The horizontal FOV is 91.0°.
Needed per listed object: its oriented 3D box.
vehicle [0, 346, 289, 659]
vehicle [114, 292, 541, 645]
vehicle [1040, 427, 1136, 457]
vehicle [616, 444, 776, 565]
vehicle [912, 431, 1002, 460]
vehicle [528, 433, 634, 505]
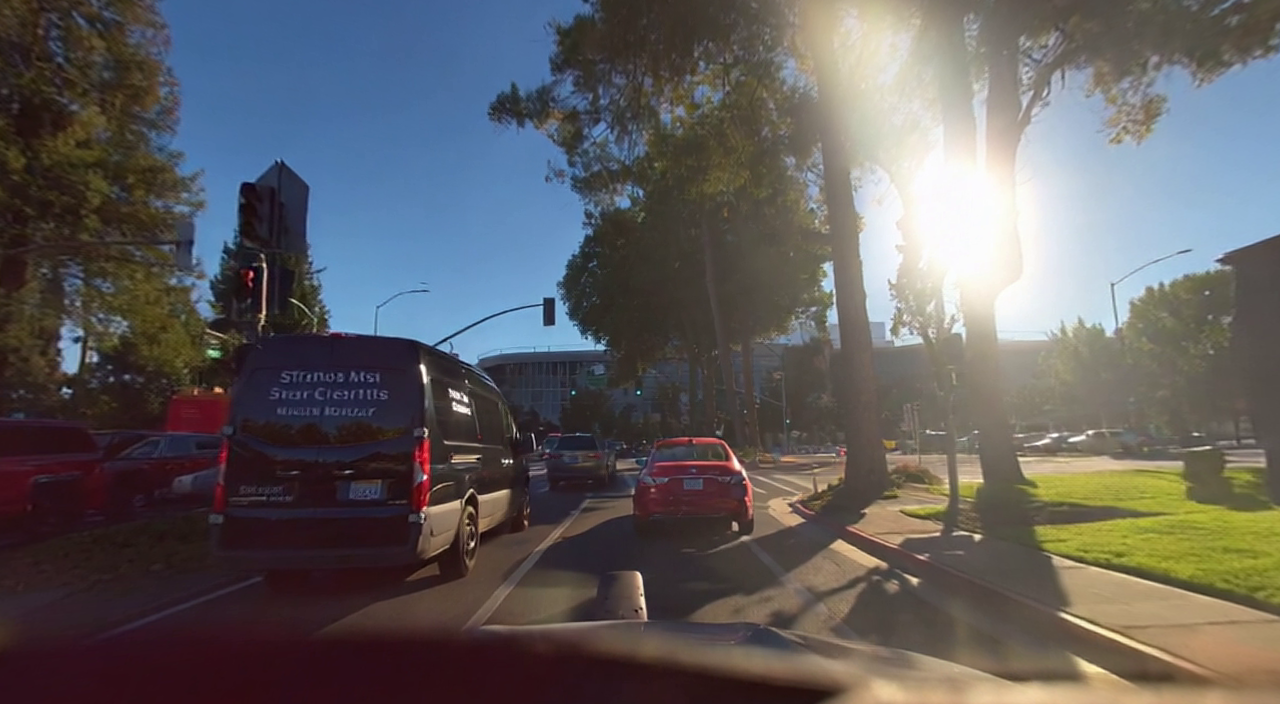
[{"bbox_3d":[-6.018,1.315,5.955,2.352,2.333,5.197,0,-8,0],"label":"vehicle"},{"bbox_3d":[-3.124,1.379,8.347,2.555,3.035,5.702,0,-8,1],"label":"vehicle"},{"bbox_3d":[31.324,6.322,44.118,5.084,2.041,2.360,1,-9,-8],"label":"vehicle"},{"bbox_3d":[1.085,2.596,11.641,2.398,1.773,4.254,-1,-8,7],"label":"vehicle"},{"bbox_3d":[21.345,6.326,42.461,5.021,1.848,2.210,1,-9,-10],"label":"vehicle"},{"bbox_3d":[-1.617,3.466,19.123,2.130,1.876,4.445,-1,-9,9],"label":"vehicle"}]
